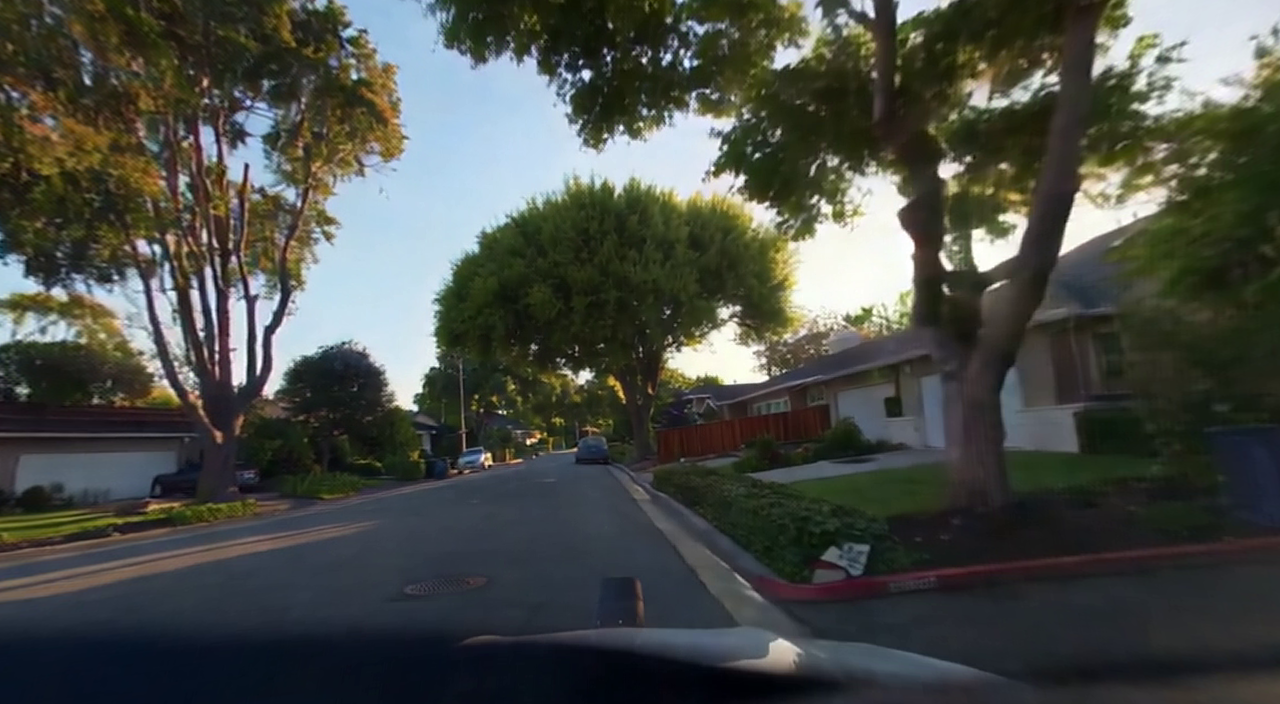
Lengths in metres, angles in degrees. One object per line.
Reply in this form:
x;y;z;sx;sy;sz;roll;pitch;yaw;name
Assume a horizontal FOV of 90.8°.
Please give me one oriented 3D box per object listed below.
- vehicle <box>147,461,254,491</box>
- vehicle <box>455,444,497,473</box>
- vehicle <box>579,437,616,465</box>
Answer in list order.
-24.082;6.787;34.760;4.404;1.495;1.844;0;-8;-3;vehicle
-12.009;7.805;46.628;2.208;1.834;4.675;-3;-8;-5;vehicle
-2.572;5.900;37.514;2.005;1.553;3.984;1;-9;-6;vehicle
